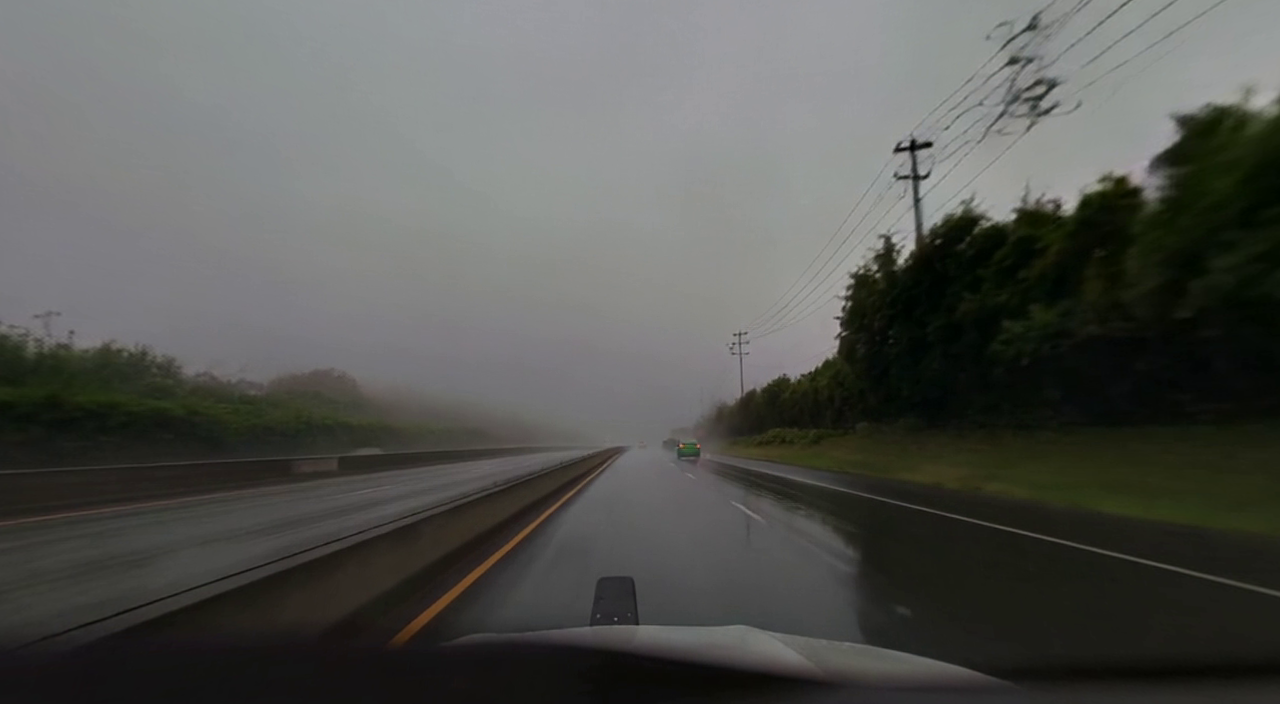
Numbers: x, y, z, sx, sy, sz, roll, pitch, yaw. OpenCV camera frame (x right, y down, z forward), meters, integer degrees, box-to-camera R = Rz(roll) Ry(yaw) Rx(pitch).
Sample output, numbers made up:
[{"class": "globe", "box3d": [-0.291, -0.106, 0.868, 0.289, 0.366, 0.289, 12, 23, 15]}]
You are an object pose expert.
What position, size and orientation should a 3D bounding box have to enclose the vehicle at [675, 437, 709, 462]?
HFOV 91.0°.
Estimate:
[{"class": "vehicle", "box3d": [3.473, 6.564, 42.740, 1.977, 1.581, 4.428, -1, -8, 0]}]
